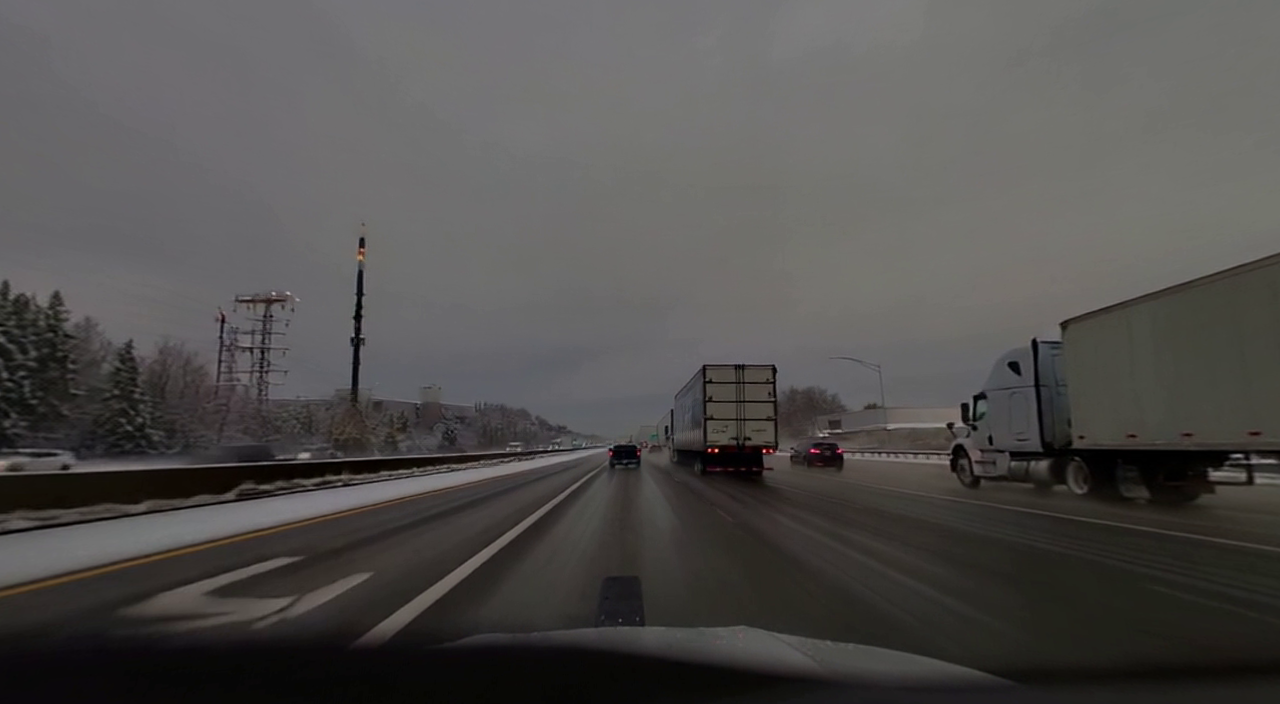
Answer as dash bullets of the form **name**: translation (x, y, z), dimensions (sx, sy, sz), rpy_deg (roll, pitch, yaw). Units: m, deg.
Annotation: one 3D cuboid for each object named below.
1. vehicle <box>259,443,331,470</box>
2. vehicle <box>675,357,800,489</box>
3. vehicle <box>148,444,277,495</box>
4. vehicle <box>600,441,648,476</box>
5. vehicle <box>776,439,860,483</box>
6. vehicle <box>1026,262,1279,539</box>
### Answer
- **vehicle**: translation (-20.822, 6.329, 38.376), dimensions (1.804, 1.522, 4.544), rpy_deg (0, -9, 0)
- **vehicle**: translation (3.334, 2.995, 25.110), dimensions (2.999, 4.127, 10.526), rpy_deg (0, -9, -2)
- **vehicle**: translation (-13.130, 3.598, 19.673), dimensions (1.543, 1.408, 3.505), rpy_deg (0, -9, 0)
- **vehicle**: translation (-0.729, 5.118, 30.594), dimensions (2.163, 1.551, 4.180), rpy_deg (0, -9, 0)
- **vehicle**: translation (7.307, 4.498, 26.404), dimensions (2.154, 1.658, 4.347), rpy_deg (0, -9, -1)
- **vehicle**: translation (11.196, 0.335, 6.988), dimensions (2.898, 4.171, 17.188), rpy_deg (0, -9, -1)
